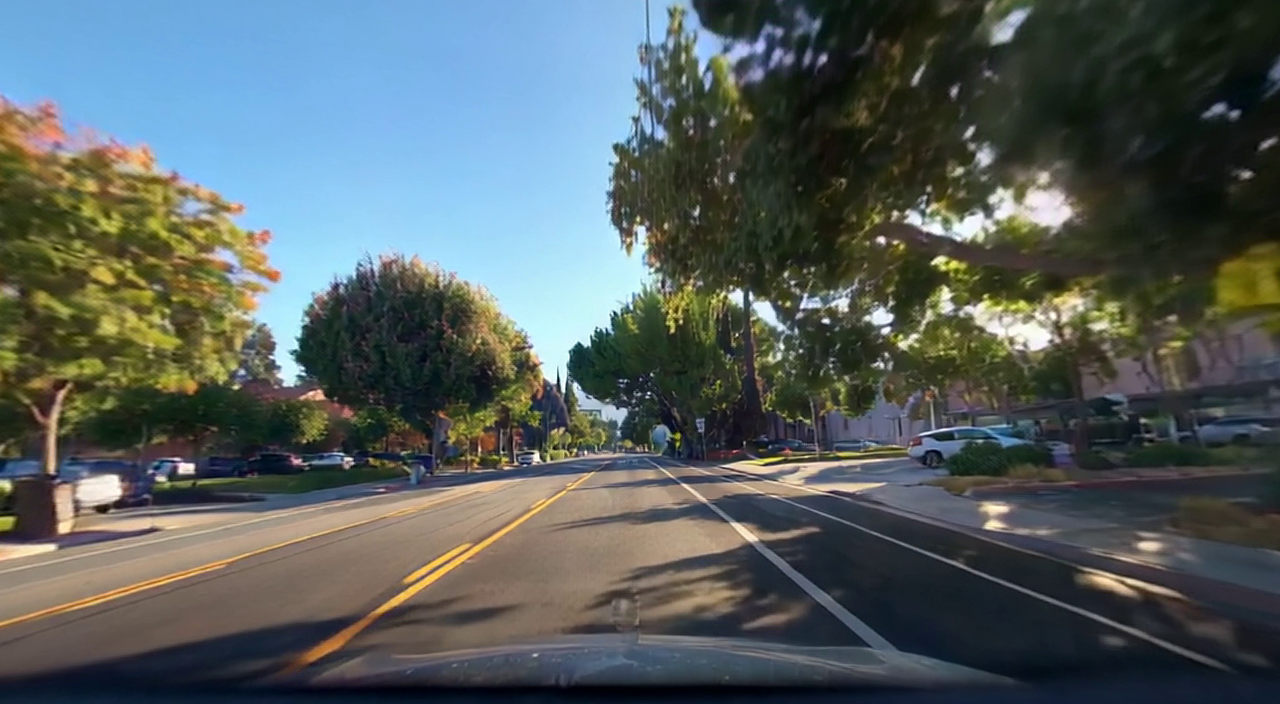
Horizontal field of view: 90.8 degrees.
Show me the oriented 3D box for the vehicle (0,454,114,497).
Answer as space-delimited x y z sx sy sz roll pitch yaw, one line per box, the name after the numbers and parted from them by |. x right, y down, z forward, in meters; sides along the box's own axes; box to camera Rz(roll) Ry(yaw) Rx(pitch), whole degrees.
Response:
-26.685 5.437 28.065 4.511 1.731 2.022 3 -9 -22 | vehicle

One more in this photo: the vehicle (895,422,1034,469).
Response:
12.752 3.707 25.085 4.632 1.701 1.975 -4 -9 26 | vehicle

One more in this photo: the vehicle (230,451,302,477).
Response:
-27.672 8.261 46.808 4.417 1.747 1.954 5 -10 -33 | vehicle

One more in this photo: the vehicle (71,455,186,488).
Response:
-27.278 6.352 33.867 4.272 1.613 1.855 2 -9 -14 | vehicle

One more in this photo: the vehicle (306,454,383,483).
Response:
-17.356 6.788 37.047 4.708 1.472 1.994 -6 -10 35 | vehicle

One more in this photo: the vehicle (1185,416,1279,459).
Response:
23.132 3.310 24.299 4.694 1.496 1.845 5 -10 -32 | vehicle

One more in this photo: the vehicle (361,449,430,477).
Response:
-16.544 7.479 42.753 4.311 1.746 1.984 -5 -9 30 | vehicle
